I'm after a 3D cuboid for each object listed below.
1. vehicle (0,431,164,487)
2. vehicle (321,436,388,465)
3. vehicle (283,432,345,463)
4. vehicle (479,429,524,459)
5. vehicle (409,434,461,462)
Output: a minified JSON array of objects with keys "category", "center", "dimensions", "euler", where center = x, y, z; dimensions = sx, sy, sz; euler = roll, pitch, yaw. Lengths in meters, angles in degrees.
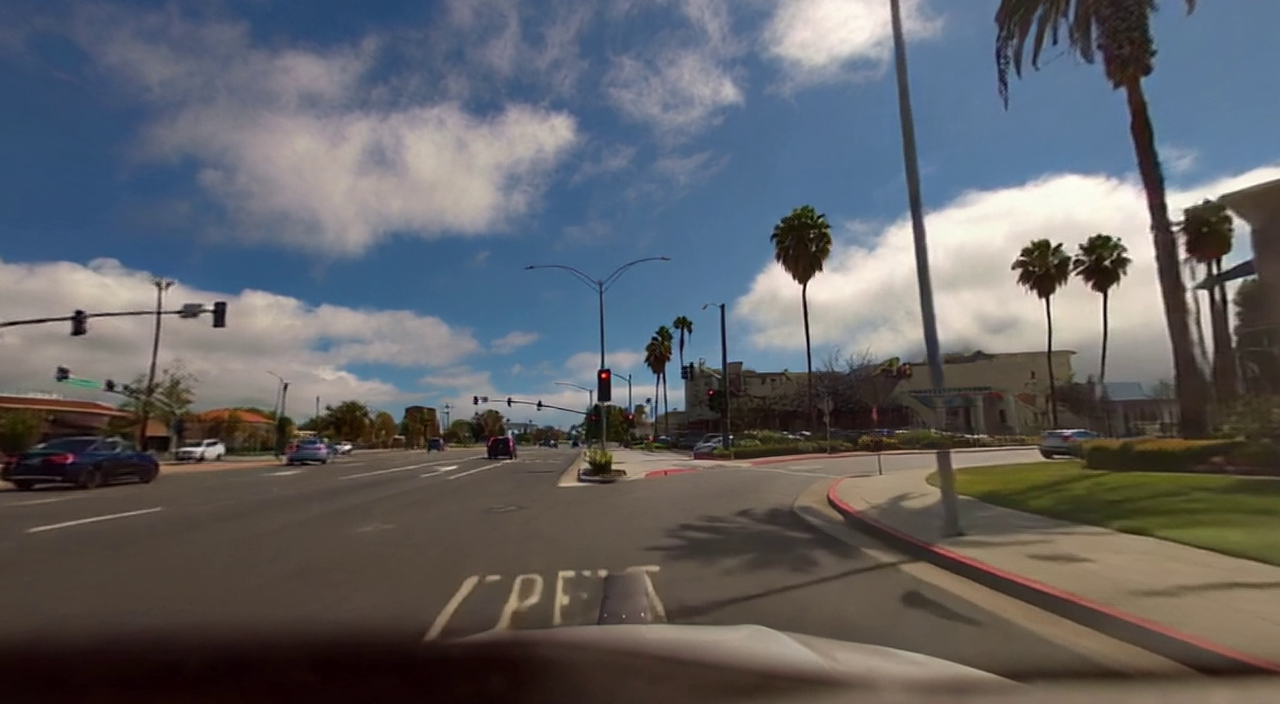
[{"category":"vehicle","center":[-17.066,3.189,19.043],"dimensions":[1.916,1.481,4.430],"euler":[0,-8,-3]},{"category":"vehicle","center":[-15.276,5.291,33.813],"dimensions":[1.900,1.462,4.225],"euler":[1,-9,-4]},{"category":"vehicle","center":[-19.585,5.741,37.956],"dimensions":[2.156,1.742,4.264],"euler":[2,-9,-12]},{"category":"vehicle","center":[-8.769,5.891,40.113],"dimensions":[2.114,1.784,4.450],"euler":[0,-8,-3]},{"category":"vehicle","center":[-12.334,5.775,37.985],"dimensions":[1.977,1.584,3.983],"euler":[1,-9,-4]}]
